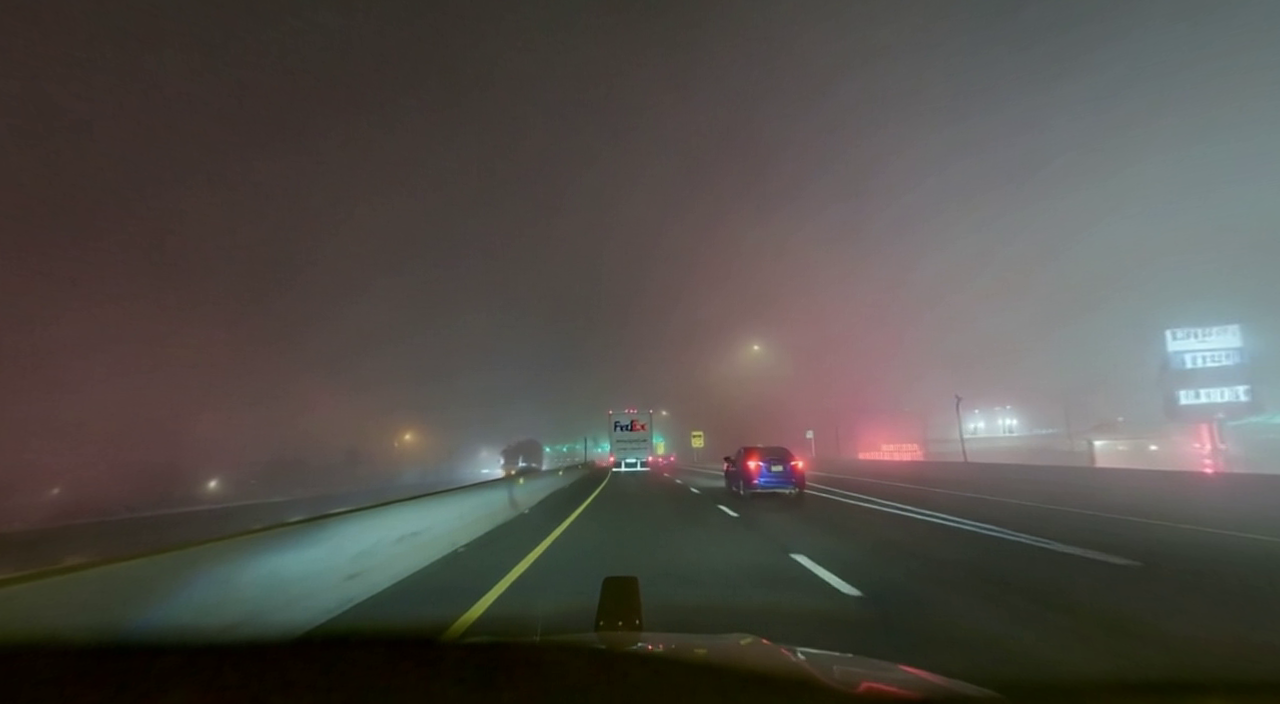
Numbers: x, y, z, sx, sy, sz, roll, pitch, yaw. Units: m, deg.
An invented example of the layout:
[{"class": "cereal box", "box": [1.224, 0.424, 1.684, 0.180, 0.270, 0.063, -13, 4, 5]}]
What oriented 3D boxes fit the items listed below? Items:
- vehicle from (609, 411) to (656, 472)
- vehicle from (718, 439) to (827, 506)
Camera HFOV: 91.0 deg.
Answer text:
[{"class": "vehicle", "box": [-0.677, 7.059, 49.256, 3.243, 4.134, 11.656, 0, -9, -2]}, {"class": "vehicle", "box": [3.414, 3.198, 17.128, 1.966, 1.558, 4.238, 0, -9, -1]}]
